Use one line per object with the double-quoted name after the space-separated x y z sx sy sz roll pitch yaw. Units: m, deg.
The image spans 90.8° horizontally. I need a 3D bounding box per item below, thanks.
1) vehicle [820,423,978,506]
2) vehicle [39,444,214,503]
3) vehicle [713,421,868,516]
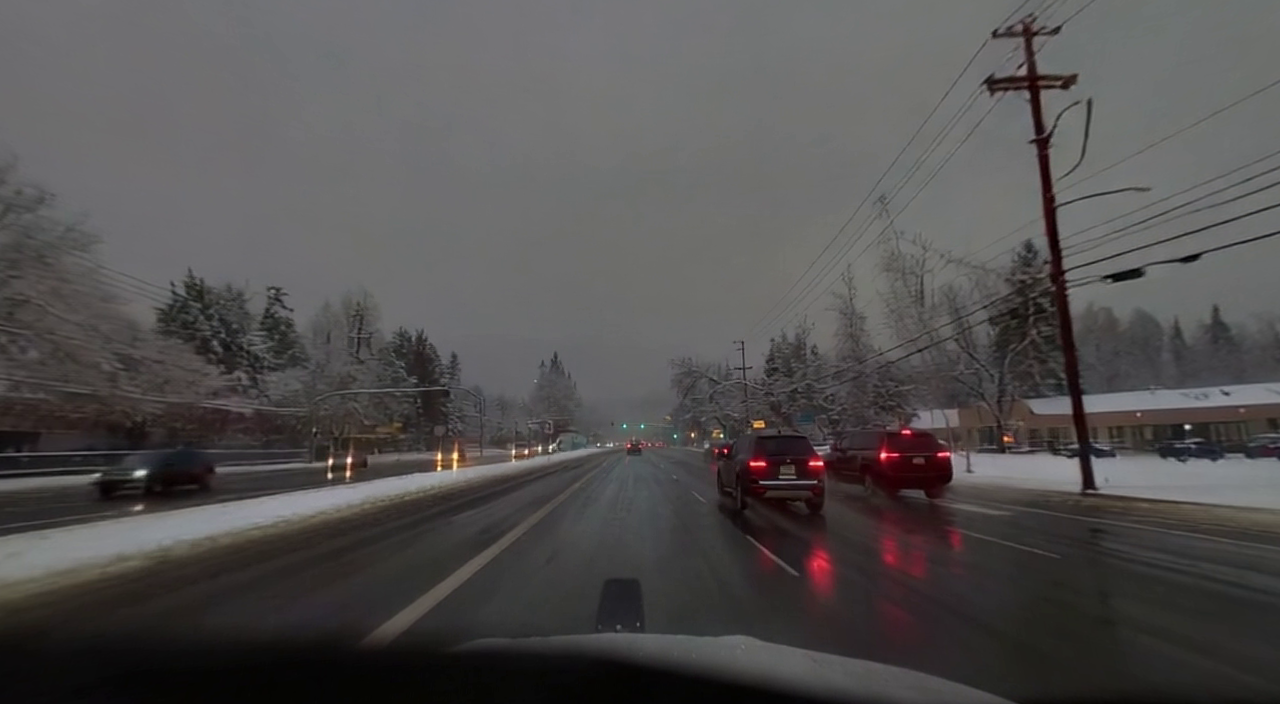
6.097 2.699 15.539 1.998 1.724 4.260 0 -8 -1 "vehicle"
-16.340 3.833 20.484 1.933 1.677 4.400 0 -8 0 "vehicle"
2.964 2.409 13.522 2.128 1.699 4.222 0 -8 -2 "vehicle"
